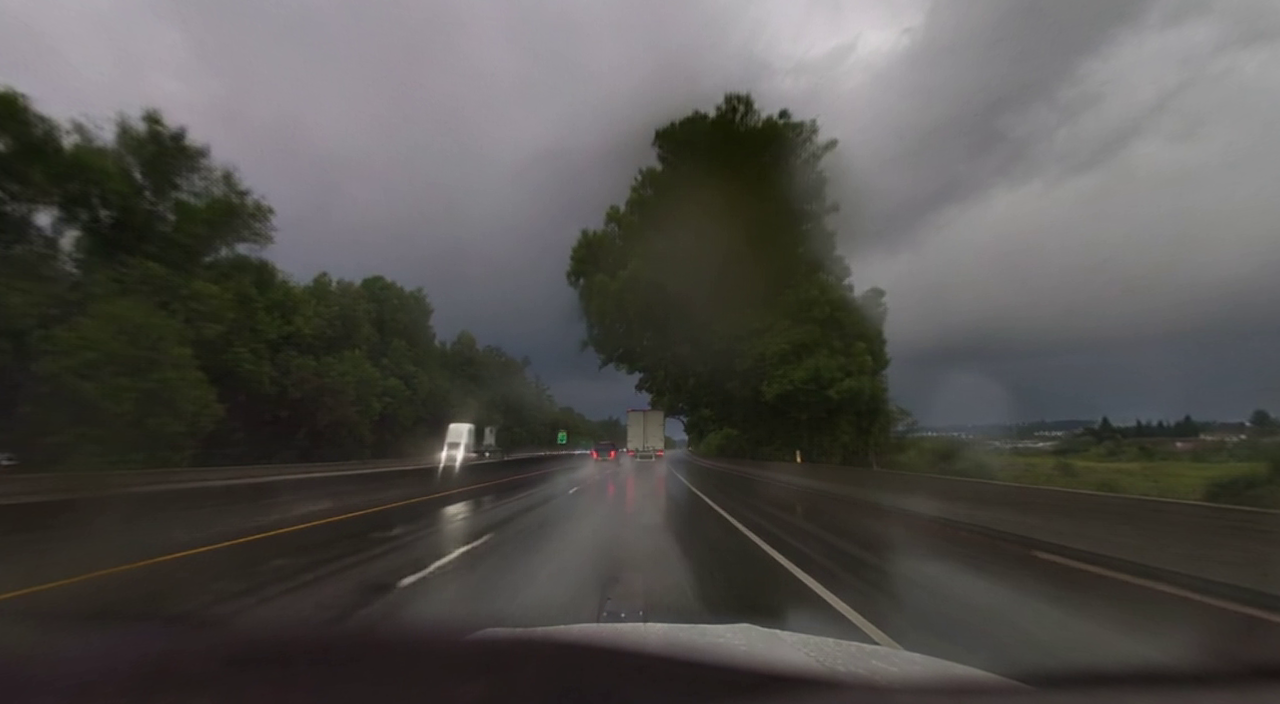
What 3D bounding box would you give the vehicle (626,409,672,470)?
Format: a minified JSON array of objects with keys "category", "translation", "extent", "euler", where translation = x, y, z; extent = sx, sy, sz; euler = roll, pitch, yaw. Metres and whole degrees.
[{"category":"vehicle","translation":[0.530,6.565,46.646],"extent":[3.024,3.965,10.399],"euler":[0,-9,-1]}]
